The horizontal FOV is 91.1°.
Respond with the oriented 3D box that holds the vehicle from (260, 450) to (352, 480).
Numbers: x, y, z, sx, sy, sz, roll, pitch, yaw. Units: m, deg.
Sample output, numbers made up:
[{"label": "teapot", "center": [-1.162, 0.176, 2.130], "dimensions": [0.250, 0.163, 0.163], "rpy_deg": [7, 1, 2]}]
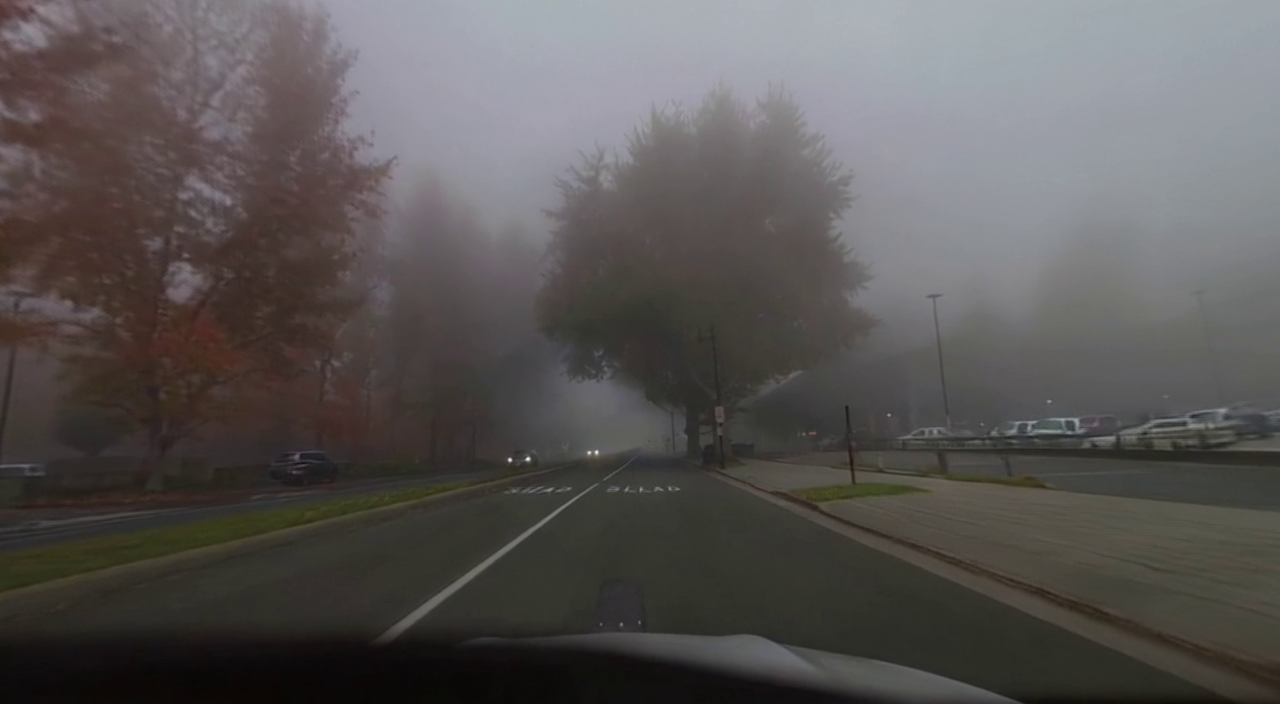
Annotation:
[{"label": "vehicle", "center": [-23.228, 7.852, 43.822], "dimensions": [5.144, 1.980, 2.262], "rpy_deg": [-1, -9, 6]}]
